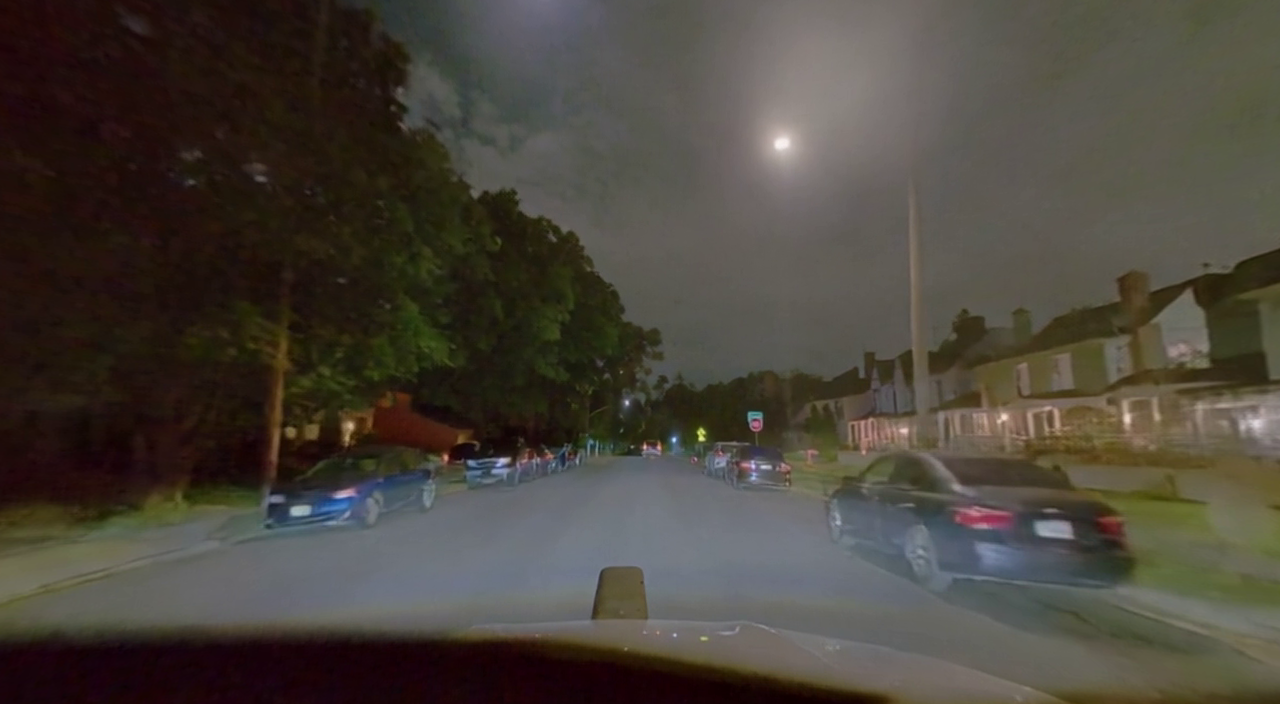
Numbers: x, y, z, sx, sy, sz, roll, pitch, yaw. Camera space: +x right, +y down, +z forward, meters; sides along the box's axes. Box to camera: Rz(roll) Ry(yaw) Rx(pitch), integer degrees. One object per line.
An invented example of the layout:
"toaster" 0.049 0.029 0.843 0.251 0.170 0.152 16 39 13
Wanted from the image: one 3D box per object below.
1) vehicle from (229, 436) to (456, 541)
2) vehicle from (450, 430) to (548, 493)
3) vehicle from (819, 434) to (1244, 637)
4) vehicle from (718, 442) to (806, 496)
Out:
"vehicle" -5.213 2.404 11.879 1.872 1.515 4.535 1 -8 3
"vehicle" -4.713 3.742 21.807 2.162 1.857 4.758 2 -8 1
"vehicle" 3.614 1.736 7.083 1.871 1.514 4.553 0 -9 0
"vehicle" 3.738 3.672 20.130 1.987 1.518 4.686 0 -9 2
